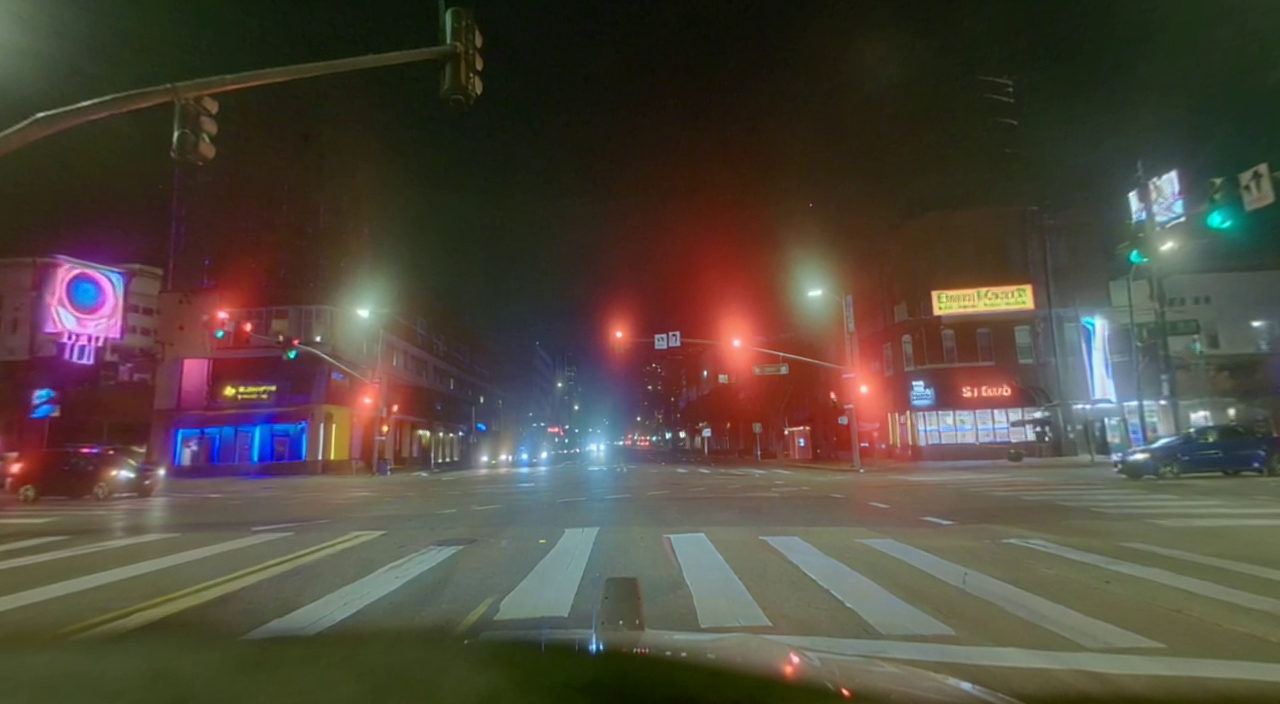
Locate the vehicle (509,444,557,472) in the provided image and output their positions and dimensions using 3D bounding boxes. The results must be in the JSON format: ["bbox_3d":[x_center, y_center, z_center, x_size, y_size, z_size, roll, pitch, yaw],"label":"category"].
[{"bbox_3d":[-6.798,6.787,40.664,2.181,1.703,4.512,-1,-8,2],"label":"vehicle"}]

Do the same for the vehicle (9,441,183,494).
[{"bbox_3d":[-21.162,4.478,24.673,5.161,1.910,2.275,-2,-9,11],"label":"vehicle"}]

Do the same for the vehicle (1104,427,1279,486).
[{"bbox_3d":[15.416,2.742,16.683,4.651,1.463,1.880,-2,-9,8],"label":"vehicle"}]

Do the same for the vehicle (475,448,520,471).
[{"bbox_3d":[-9.851,7.467,44.067,2.106,1.505,4.228,0,-8,0],"label":"vehicle"}]
